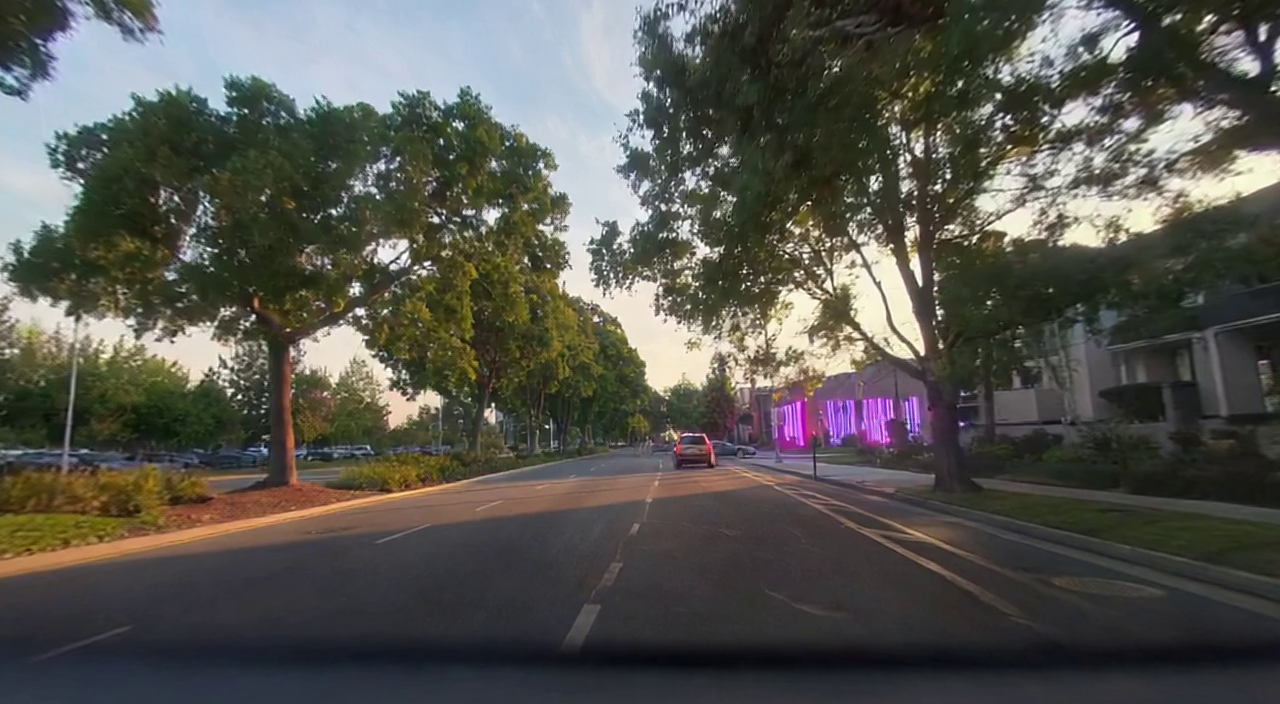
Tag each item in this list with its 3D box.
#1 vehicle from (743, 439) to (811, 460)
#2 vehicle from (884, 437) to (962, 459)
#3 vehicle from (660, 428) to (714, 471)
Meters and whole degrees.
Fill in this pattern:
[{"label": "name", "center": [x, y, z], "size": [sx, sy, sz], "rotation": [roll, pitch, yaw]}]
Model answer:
[{"label": "vehicle", "center": [9.971, 7.192, 46.444], "size": [4.733, 1.499, 2.000], "rotation": [-2, -8, 9]}, {"label": "vehicle", "center": [20.209, 6.883, 45.255], "size": [4.698, 1.465, 1.914], "rotation": [-1, -8, 5]}, {"label": "vehicle", "center": [2.497, 4.980, 32.307], "size": [2.477, 1.991, 5.157], "rotation": [-1, -8, 6]}]
